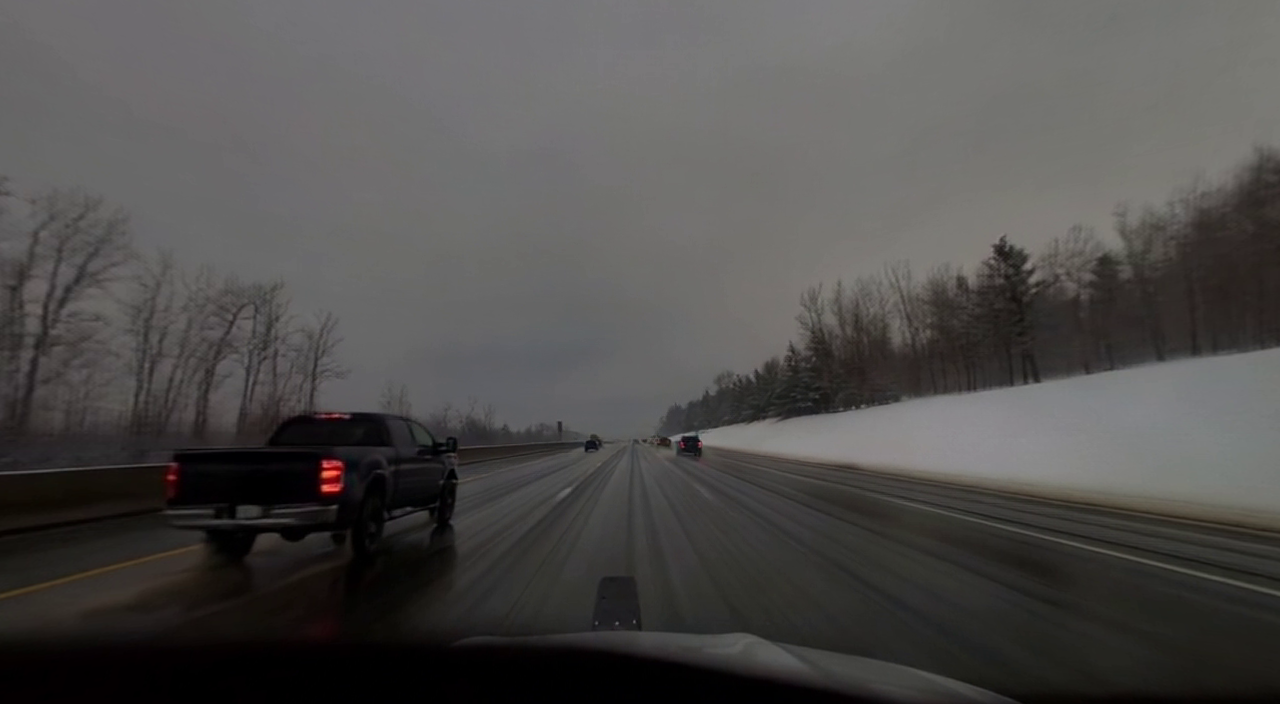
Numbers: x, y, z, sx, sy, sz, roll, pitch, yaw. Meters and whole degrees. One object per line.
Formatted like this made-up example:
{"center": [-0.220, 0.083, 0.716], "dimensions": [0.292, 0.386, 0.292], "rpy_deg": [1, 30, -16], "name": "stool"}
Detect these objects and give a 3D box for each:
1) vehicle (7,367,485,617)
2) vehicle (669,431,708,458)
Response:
{"center": [-3.377, 1.304, 6.858], "dimensions": [2.185, 1.772, 4.656], "rpy_deg": [0, -8, 0], "name": "vehicle"}
{"center": [3.168, 6.171, 41.971], "dimensions": [2.124, 1.696, 4.173], "rpy_deg": [0, -8, -2], "name": "vehicle"}
